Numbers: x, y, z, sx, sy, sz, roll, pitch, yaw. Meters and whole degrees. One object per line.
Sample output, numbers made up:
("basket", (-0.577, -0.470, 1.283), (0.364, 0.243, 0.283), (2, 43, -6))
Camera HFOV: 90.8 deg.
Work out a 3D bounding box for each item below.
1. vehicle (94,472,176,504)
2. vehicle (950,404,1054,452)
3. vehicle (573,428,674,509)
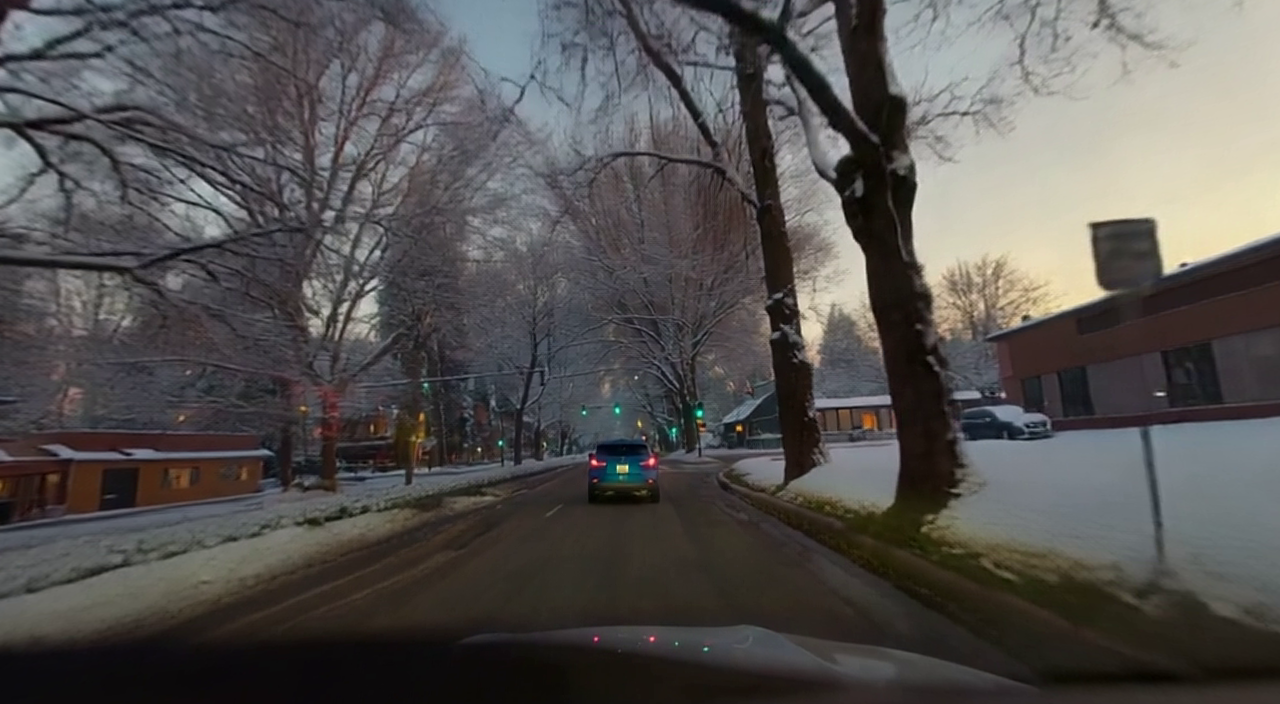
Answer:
("vehicle", (-28.537, 7.672, 35.878), (1.771, 1.435, 4.144), (-7, -9, -9))
("vehicle", (16.393, 3.559, 29.004), (2.039, 1.990, 5.111), (-1, -9, 5))
("vehicle", (-0.394, 2.775, 15.458), (2.136, 1.703, 3.910), (0, -9, -1))
